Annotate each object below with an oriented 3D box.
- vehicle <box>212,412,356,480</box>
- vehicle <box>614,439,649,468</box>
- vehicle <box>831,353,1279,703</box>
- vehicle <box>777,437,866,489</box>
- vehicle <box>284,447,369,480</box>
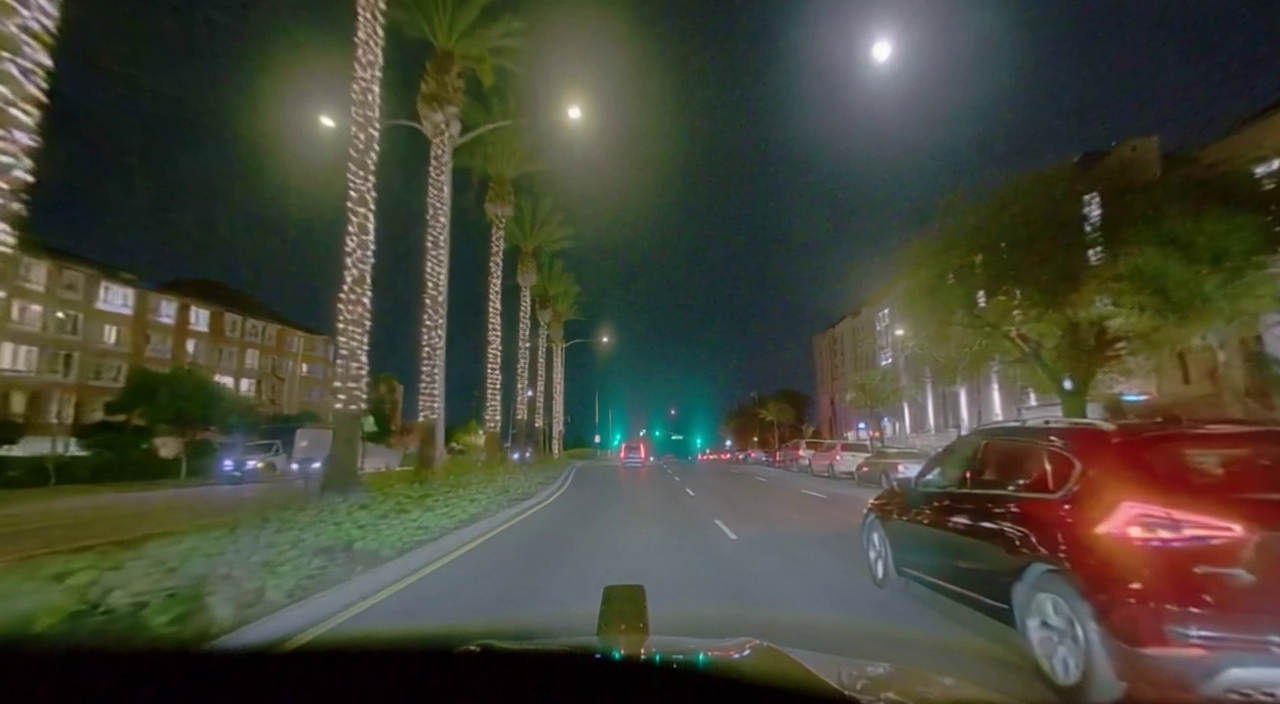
[{"bbox_3d":[-18.988,5.159,34.478,2.933,3.159,8.124,-2,-9,2],"label":"vehicle"},{"bbox_3d":[-0.541,6.446,40.229,2.087,1.709,4.076,0,-9,0],"label":"vehicle"},{"bbox_3d":[2.973,1.133,4.208,2.009,1.639,4.267,0,-9,-1],"label":"vehicle"},{"bbox_3d":[6.393,3.944,22.717,1.858,1.653,4.194,0,-9,-1],"label":"vehicle"},{"bbox_3d":[-15.482,5.506,31.414,1.783,1.477,4.624,0,-9,1],"label":"vehicle"}]
